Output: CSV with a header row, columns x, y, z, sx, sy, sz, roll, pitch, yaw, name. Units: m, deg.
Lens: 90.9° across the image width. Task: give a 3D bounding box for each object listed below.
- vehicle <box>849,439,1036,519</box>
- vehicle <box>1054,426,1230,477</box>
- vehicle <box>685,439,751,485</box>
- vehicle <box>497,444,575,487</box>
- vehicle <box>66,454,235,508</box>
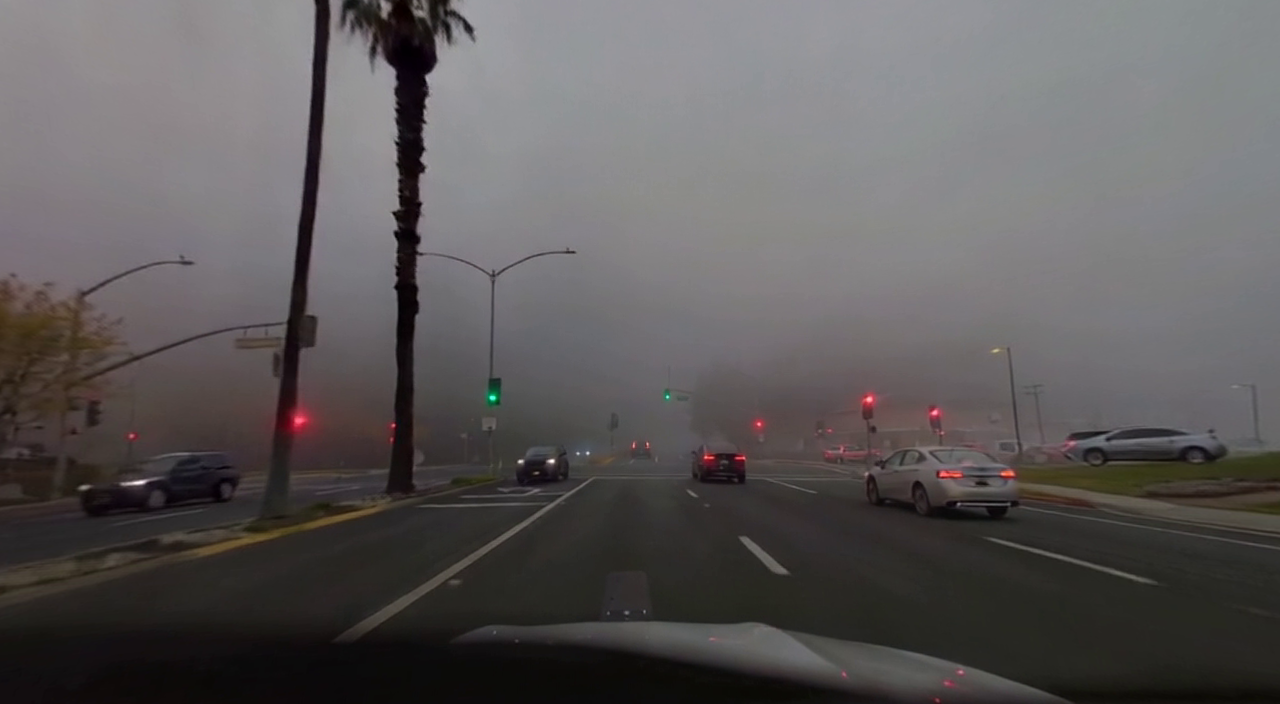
x,y,z,sx,sy,sz,roll,pitch,yaw,name
6.461,2.736,14.165,1.890,1.471,4.566,0,-9,-1,vehicle
19.255,3.809,24.365,4.999,1.833,2.114,0,-8,-2,vehicle
2.958,4.290,24.860,2.009,1.639,4.267,0,-9,-1,vehicle
-3.787,4.193,23.661,2.037,1.472,4.152,0,-9,2,vehicle
-15.636,4.110,20.531,1.902,1.466,4.463,0,-9,0,vehicle
